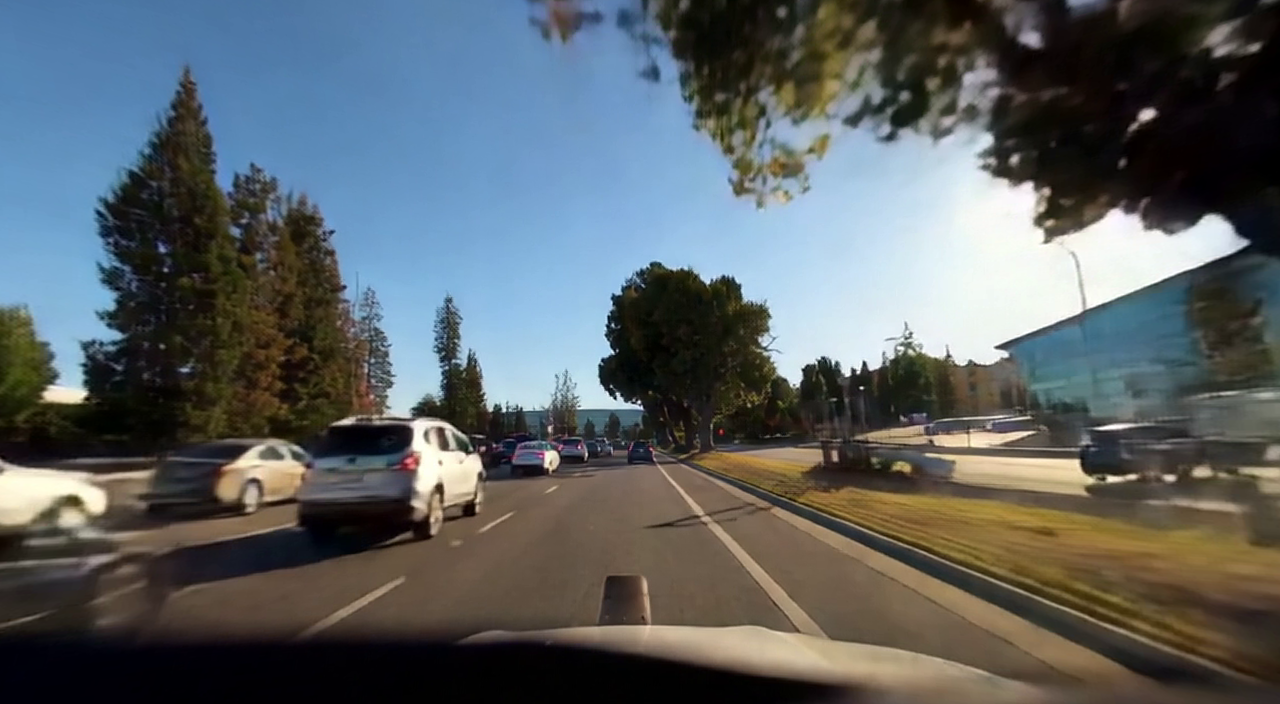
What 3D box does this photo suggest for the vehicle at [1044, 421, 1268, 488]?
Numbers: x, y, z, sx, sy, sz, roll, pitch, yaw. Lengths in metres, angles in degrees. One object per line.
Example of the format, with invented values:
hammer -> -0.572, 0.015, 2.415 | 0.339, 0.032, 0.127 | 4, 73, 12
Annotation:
vehicle -> 14.443, 2.897, 17.900 | 4.513, 1.755, 1.874 | -1, -8, 3

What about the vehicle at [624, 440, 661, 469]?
vehicle -> 0.137, 5.462, 33.831 | 1.875, 1.453, 3.888 | 0, -8, 0

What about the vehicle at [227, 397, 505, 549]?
vehicle -> -3.946, 1.868, 10.440 | 2.242, 1.852, 5.201 | 0, -8, 0

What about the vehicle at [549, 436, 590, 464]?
vehicle -> -4.466, 6.301, 40.743 | 2.042, 1.713, 4.493 | 0, -8, 1

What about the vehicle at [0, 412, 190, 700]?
vehicle -> -4.294, 0.913, 2.265 | 1.958, 1.472, 4.555 | 0, -8, 1

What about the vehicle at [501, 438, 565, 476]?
vehicle -> -4.497, 4.455, 27.086 | 2.068, 1.480, 4.039 | 0, -8, 0
